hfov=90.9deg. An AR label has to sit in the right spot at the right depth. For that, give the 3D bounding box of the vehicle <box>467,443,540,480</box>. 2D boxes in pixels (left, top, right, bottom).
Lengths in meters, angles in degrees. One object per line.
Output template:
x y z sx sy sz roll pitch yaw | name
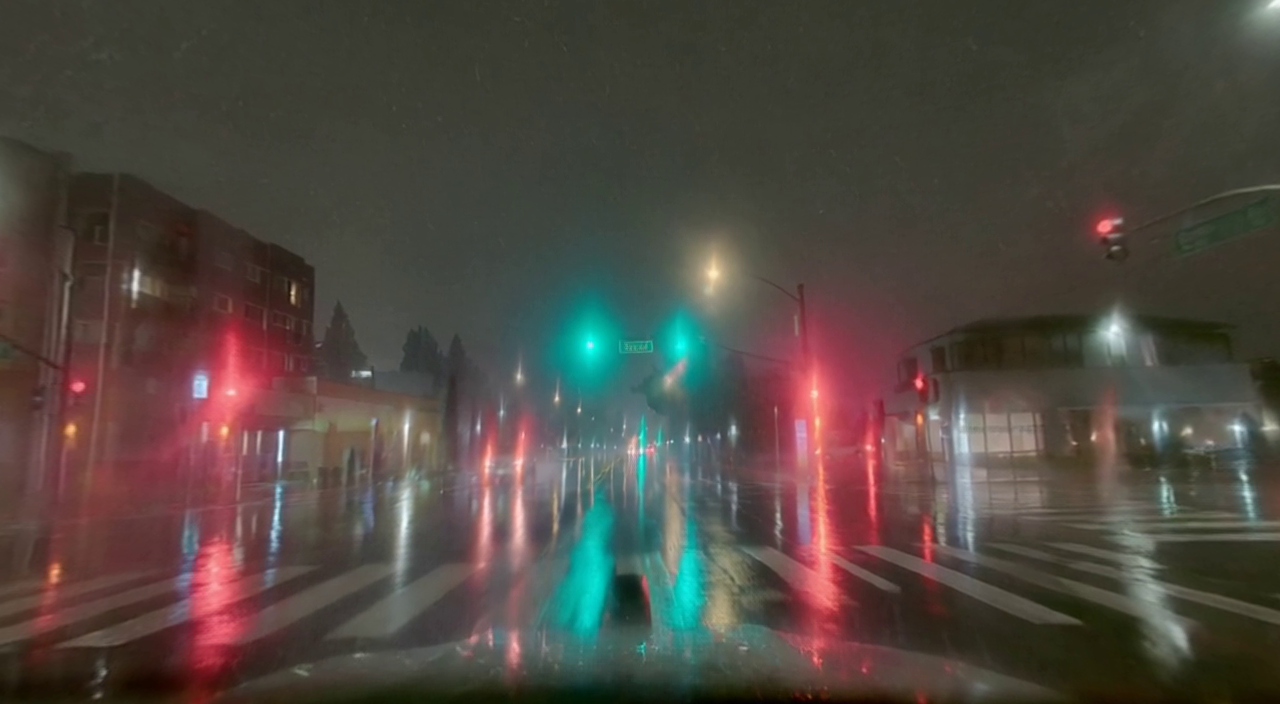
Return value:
-5.863 4.735 27.652 2.127 1.473 4.428 0 -9 1 | vehicle
